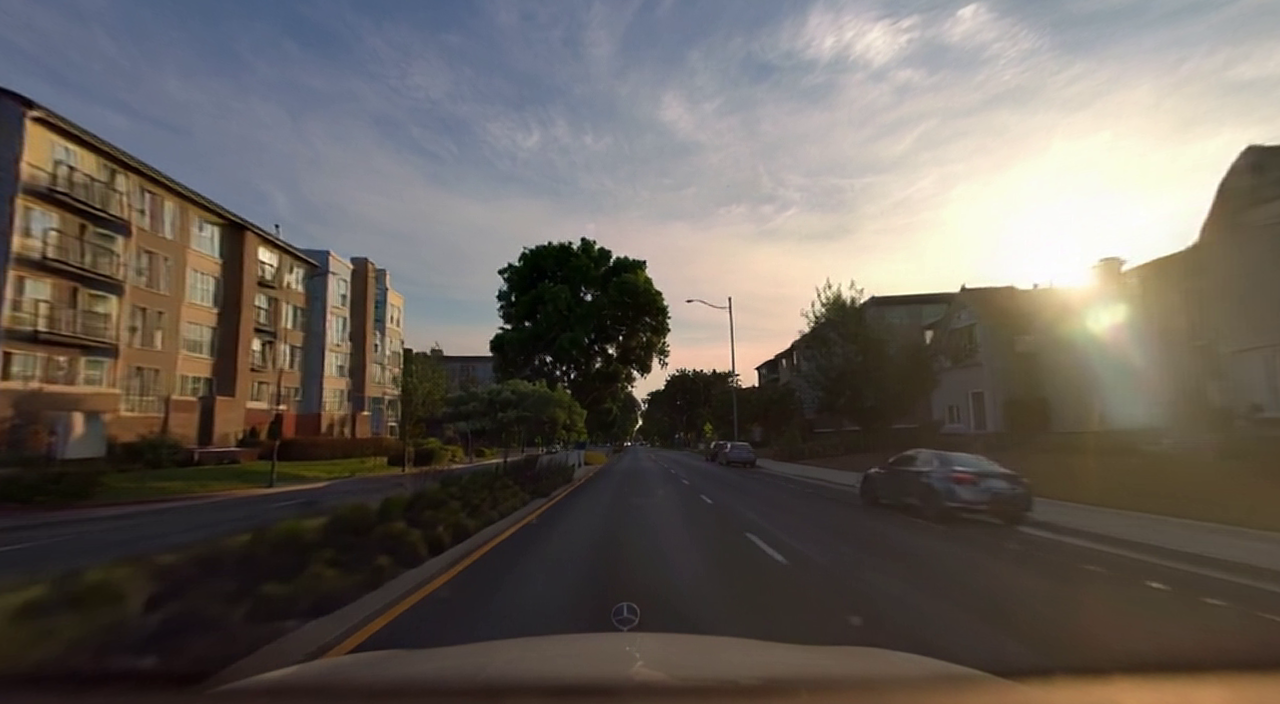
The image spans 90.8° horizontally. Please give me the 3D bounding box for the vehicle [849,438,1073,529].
[{"bbox_3d":[6.148,2.545,12.952,1.944,1.478,4.885,0,-8,-1],"label":"vehicle"}]

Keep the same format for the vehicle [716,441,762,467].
[{"bbox_3d":[6.214,6.448,40.220,1.948,1.526,4.518,0,-8,-3],"label":"vehicle"}]
